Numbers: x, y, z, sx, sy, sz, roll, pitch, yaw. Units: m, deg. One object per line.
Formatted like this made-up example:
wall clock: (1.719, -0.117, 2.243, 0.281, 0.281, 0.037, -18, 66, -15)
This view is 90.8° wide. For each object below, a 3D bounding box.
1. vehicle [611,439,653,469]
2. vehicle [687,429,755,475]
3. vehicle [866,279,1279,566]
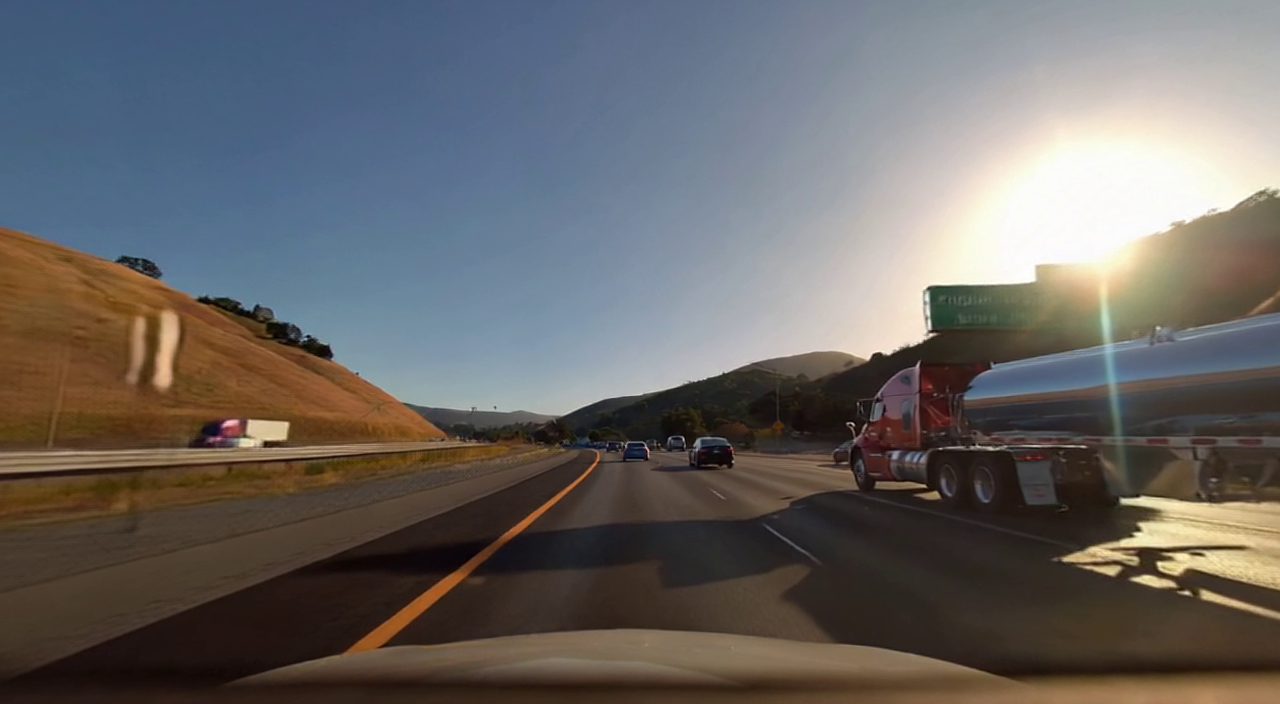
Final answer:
vehicle: (-0.483, 5.368, 33.512, 2.083, 1.477, 3.965, 0, -9, -3)
vehicle: (3.359, 4.270, 27.165, 2.098, 1.794, 4.561, 0, -9, -3)
vehicle: (7.399, 1.400, 11.362, 2.880, 2.975, 9.608, 0, -9, -2)
